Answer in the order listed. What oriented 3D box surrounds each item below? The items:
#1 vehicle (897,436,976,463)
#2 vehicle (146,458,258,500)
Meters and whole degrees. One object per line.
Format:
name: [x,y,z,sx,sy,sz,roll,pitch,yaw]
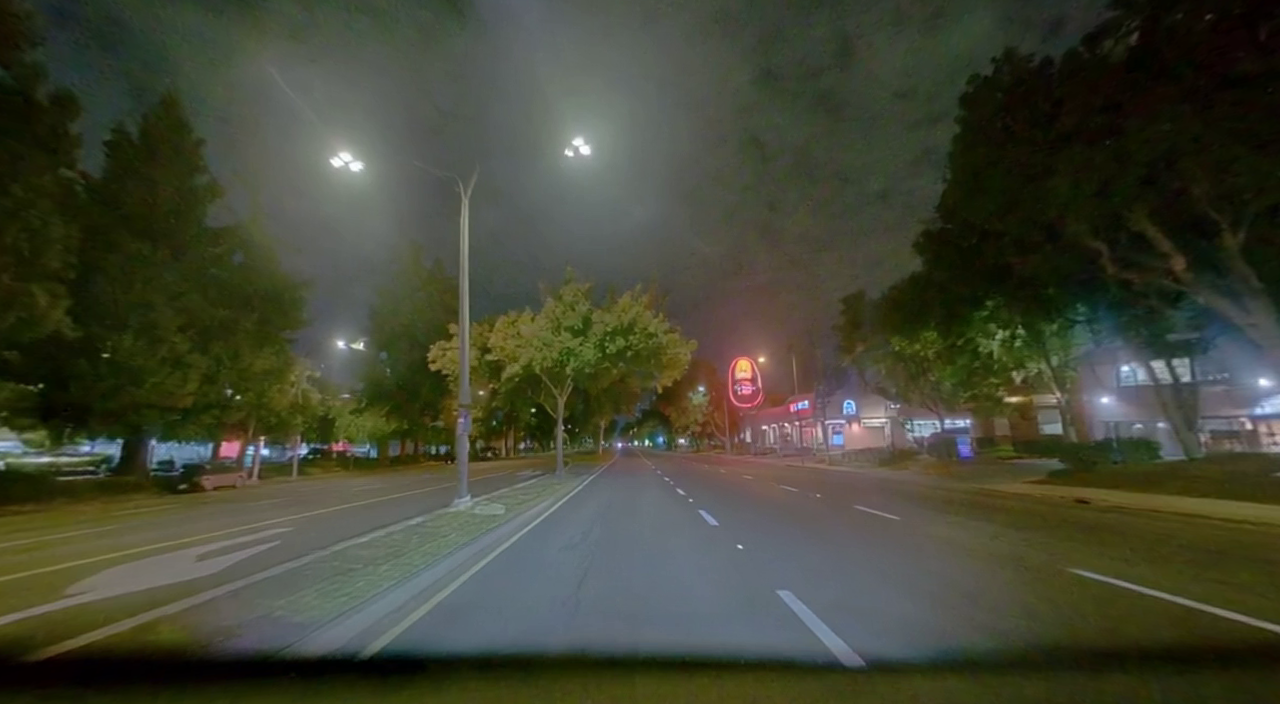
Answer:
vehicle: [20.989,6.936,45.159,2.480,1.766,6.529,0,-8,0]
vehicle: [-19.070,5.506,27.791,1.831,1.528,4.605,-1,-8,-3]
